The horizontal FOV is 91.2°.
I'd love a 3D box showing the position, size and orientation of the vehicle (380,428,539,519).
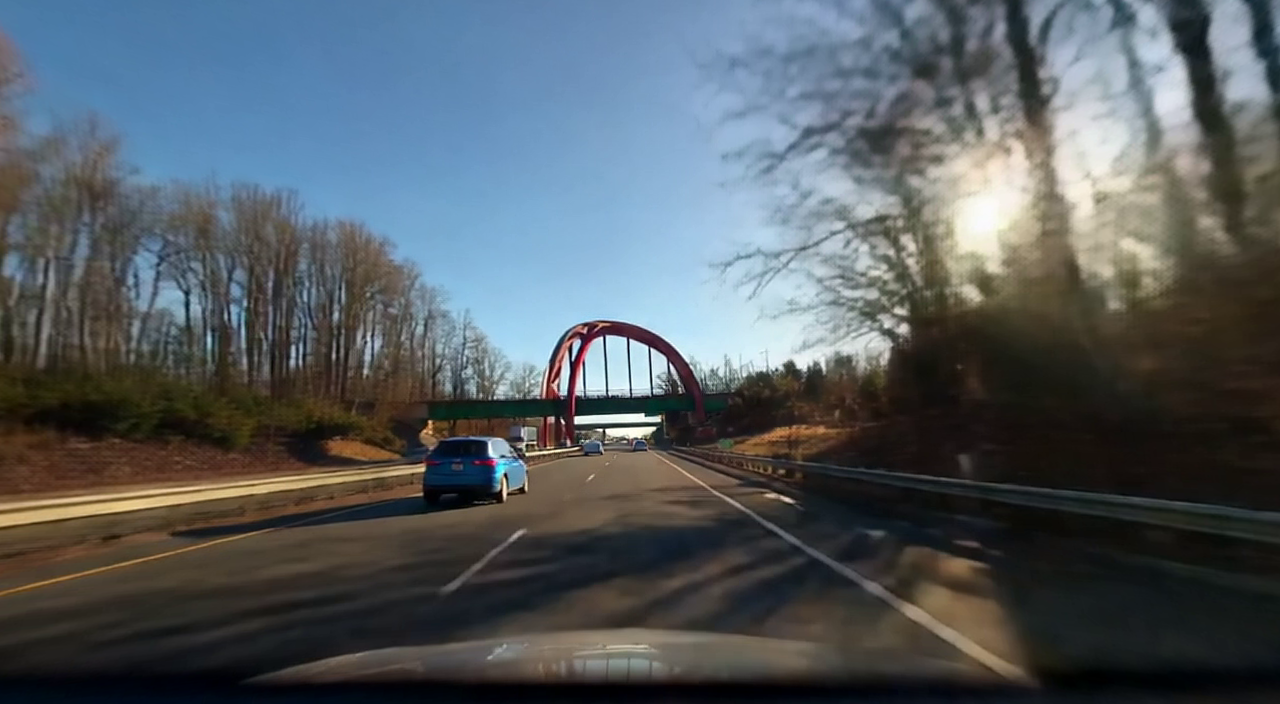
[{"bbox_3d":[-3.528,2.463,13.264,2.052,1.556,4.405,0,-8,0],"label":"vehicle"}]
